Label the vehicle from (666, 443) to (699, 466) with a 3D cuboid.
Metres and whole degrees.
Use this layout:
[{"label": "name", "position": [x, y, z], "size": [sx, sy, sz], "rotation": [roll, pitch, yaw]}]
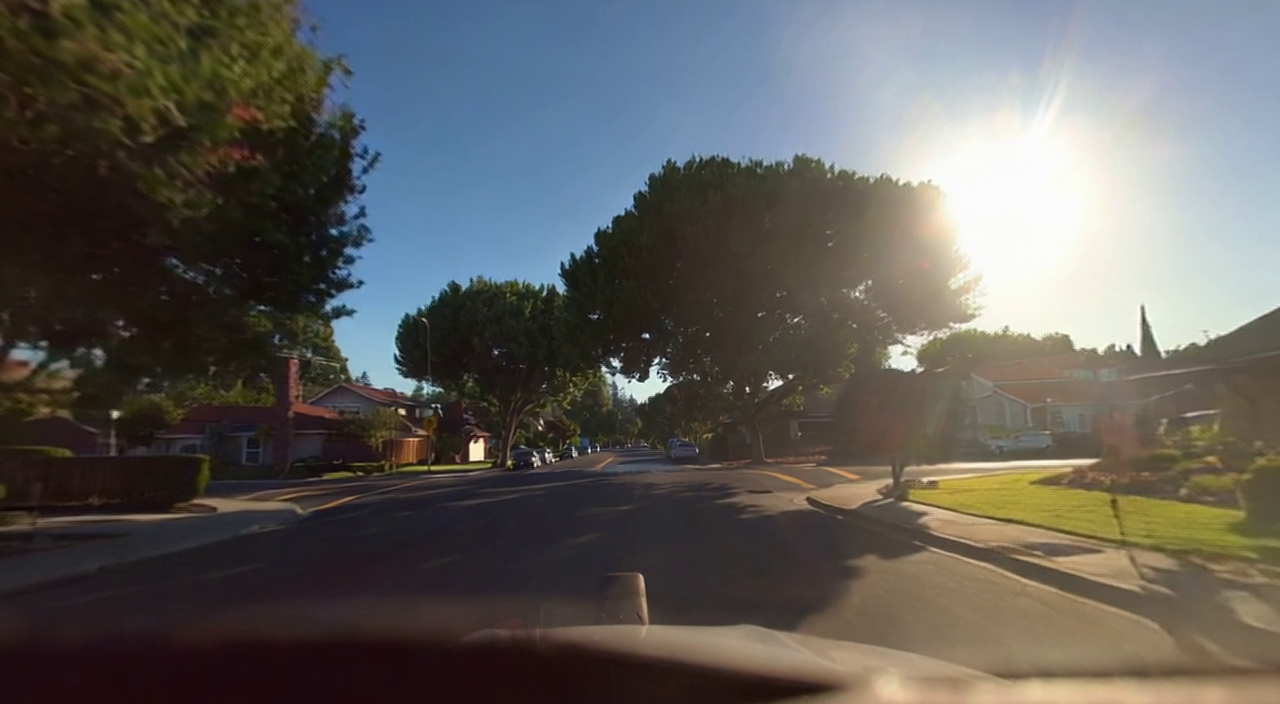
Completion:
[{"label": "vehicle", "position": [2.945, 7.245, 44.807], "size": [1.881, 1.487, 4.183], "rotation": [0, -8, -3]}]
